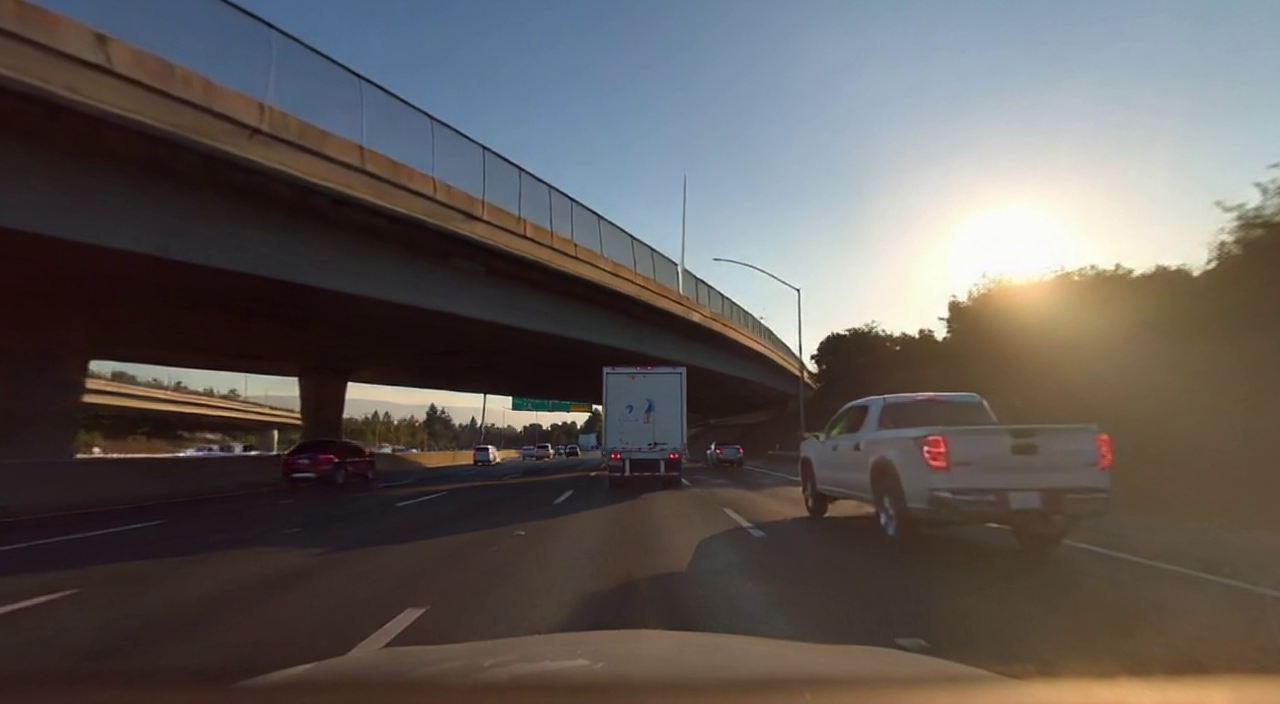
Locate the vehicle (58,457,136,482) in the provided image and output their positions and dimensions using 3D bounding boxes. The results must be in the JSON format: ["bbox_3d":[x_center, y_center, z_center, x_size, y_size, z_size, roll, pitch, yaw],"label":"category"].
[{"bbox_3d":[-33.527,7.239,39.070,1.619,1.395,3.677,0,-9,-2],"label":"vehicle"}]

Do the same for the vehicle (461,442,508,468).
[{"bbox_3d":[-11.431,7.644,46.803,2.217,1.797,5.226,0,-9,-1],"label":"vehicle"}]

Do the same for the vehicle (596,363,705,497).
[{"bbox_3d":[0.069,2.886,22.431,2.916,3.584,10.841,0,-9,-2],"label":"vehicle"}]

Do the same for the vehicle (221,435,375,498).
[{"bbox_3d":[-10.656,3.582,20.247,2.119,1.747,5.121,0,-9,-1],"label":"vehicle"}]

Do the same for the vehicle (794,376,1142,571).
[{"bbox_3d":[3.944,1.599,8.970,2.174,1.968,5.016,0,-9,-1],"label":"vehicle"}]

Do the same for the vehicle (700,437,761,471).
[{"bbox_3d":[4.279,4.919,30.634,2.108,1.508,4.744,0,-9,-2],"label":"vehicle"}]

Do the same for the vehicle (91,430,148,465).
[{"bbox_3d":[-38.102,7.007,46.230,1.815,2.506,2.461,0,-8,-1],"label":"vehicle"}]
